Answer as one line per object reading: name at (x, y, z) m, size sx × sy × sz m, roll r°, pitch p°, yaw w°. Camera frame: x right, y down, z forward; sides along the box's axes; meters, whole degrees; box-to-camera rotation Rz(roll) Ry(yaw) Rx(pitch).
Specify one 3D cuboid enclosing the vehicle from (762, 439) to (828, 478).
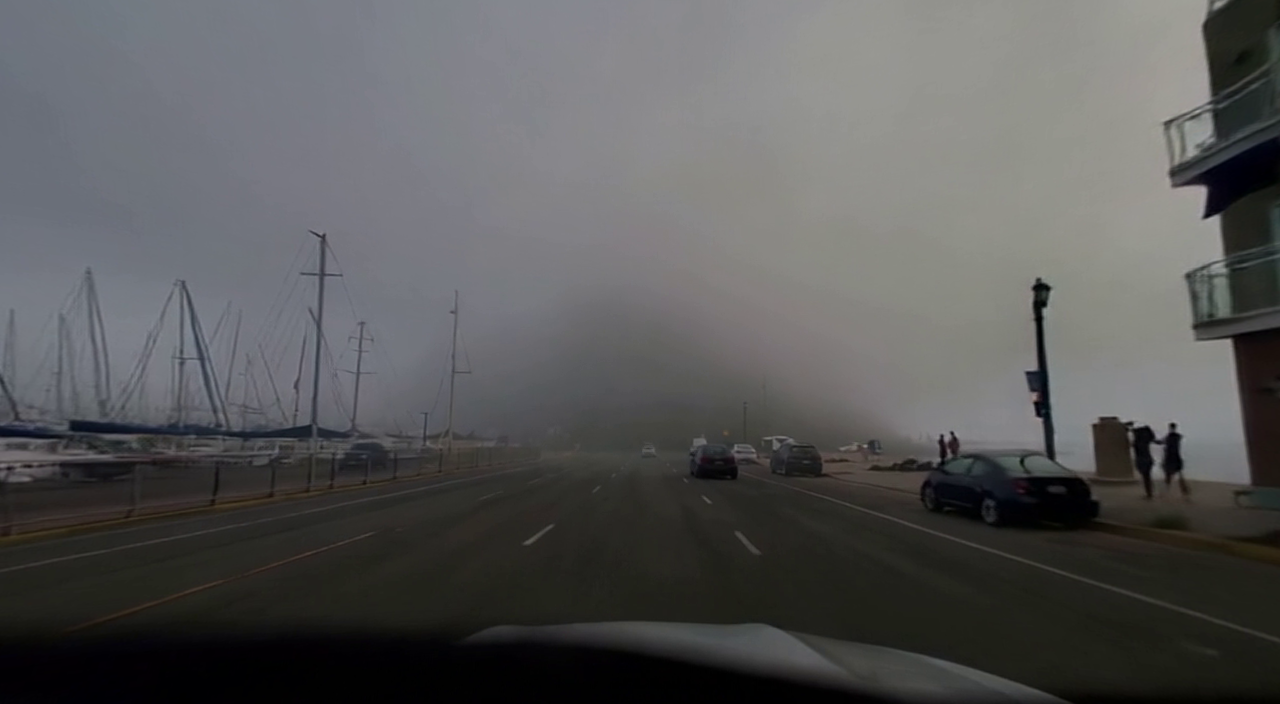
vehicle at (7.464, 5.158, 30.826) m, size 2.029 × 1.750 × 4.825 m, roll -1°, pitch -9°, yaw 0°

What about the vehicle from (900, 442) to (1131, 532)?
vehicle at (7.450, 2.683, 13.199) m, size 2.112 × 1.514 × 4.371 m, roll -1°, pitch -9°, yaw 0°

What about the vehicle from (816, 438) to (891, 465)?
vehicle at (14.821, 6.900, 43.852) m, size 4.406 × 1.783 × 2.020 m, roll 1°, pitch -8°, yaw -4°

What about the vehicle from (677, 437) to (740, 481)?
vehicle at (2.700, 4.339, 25.789) m, size 2.047 × 1.640 × 4.051 m, roll 0°, pitch -9°, yaw -1°
